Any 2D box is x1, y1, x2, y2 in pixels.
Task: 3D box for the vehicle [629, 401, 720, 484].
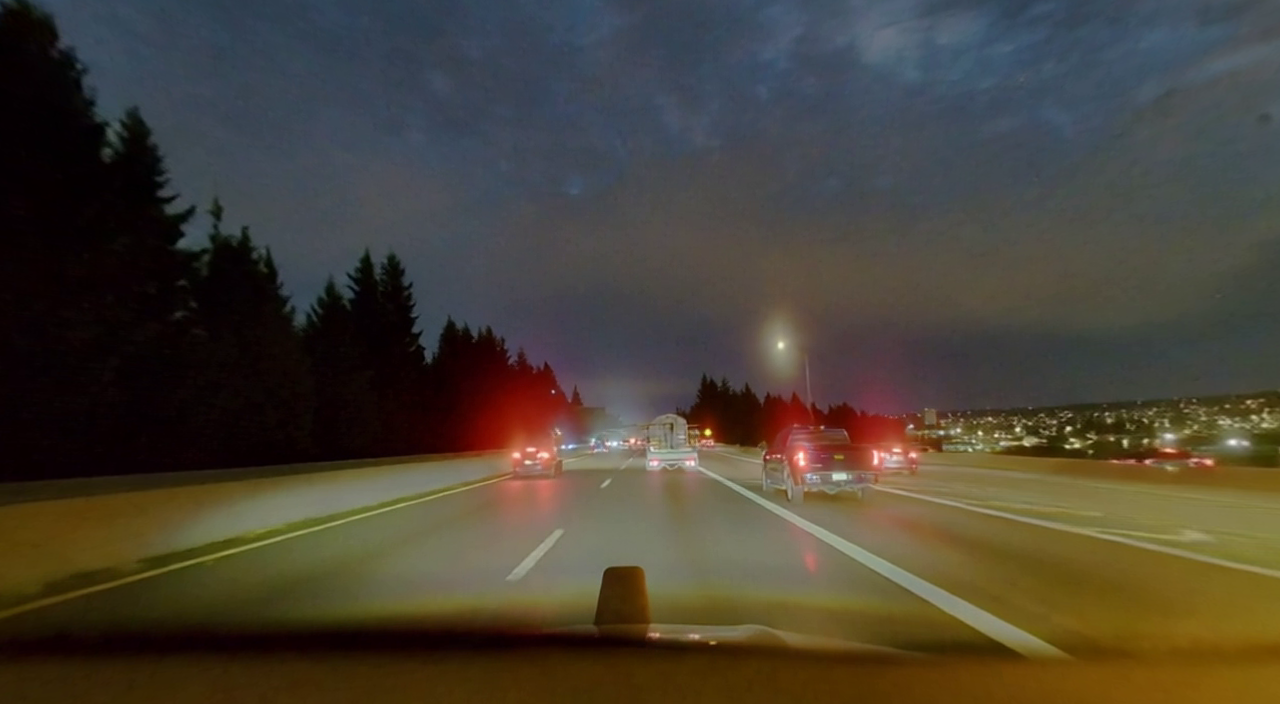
[{"bbox_3d":[0.973,3.149,21.874,2.677,2.439,6.402,0,-8,-1],"label":"vehicle"}]
